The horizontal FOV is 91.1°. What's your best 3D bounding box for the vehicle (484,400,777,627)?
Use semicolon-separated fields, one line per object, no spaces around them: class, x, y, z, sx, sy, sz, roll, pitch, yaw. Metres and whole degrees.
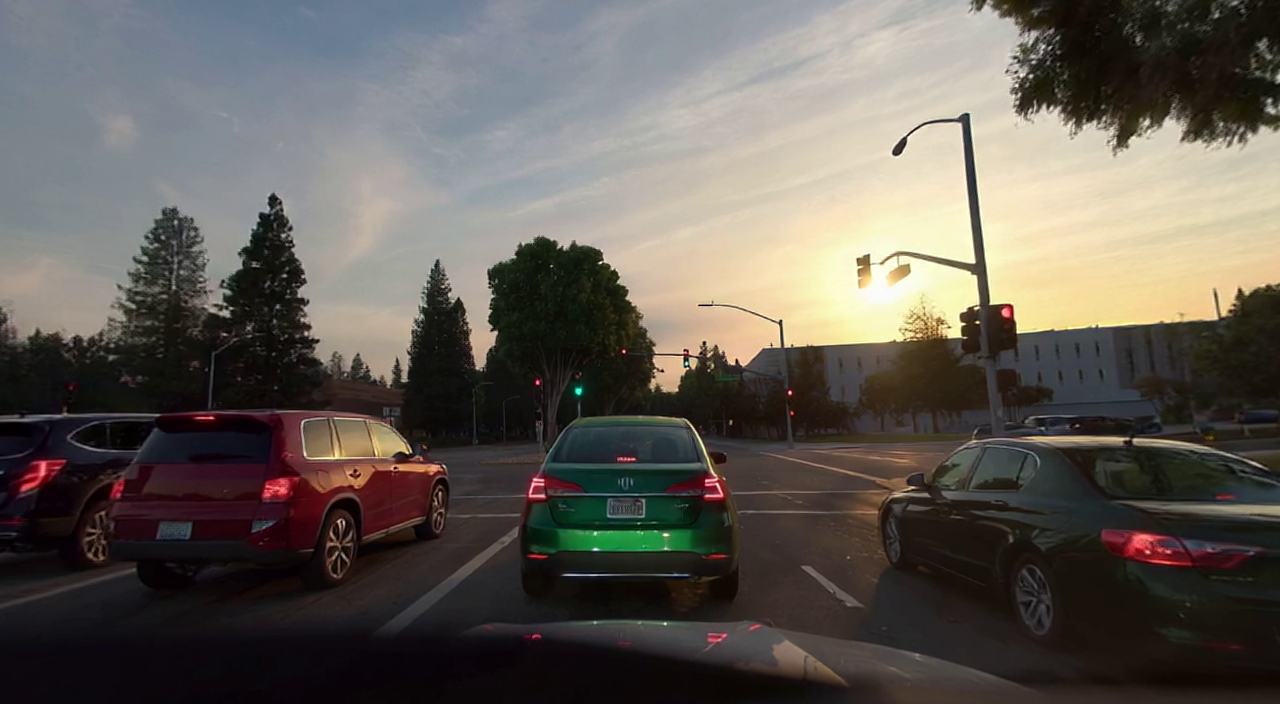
vehicle;-0.046;1.402;6.307;2.047;1.579;3.642;0;-8;1

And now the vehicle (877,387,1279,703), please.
vehicle;3.592;1.201;4.607;2.010;1.486;4.498;0;-8;1

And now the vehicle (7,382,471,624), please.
vehicle;-3.554;1.422;6.856;2.014;1.755;4.360;0;-8;3
